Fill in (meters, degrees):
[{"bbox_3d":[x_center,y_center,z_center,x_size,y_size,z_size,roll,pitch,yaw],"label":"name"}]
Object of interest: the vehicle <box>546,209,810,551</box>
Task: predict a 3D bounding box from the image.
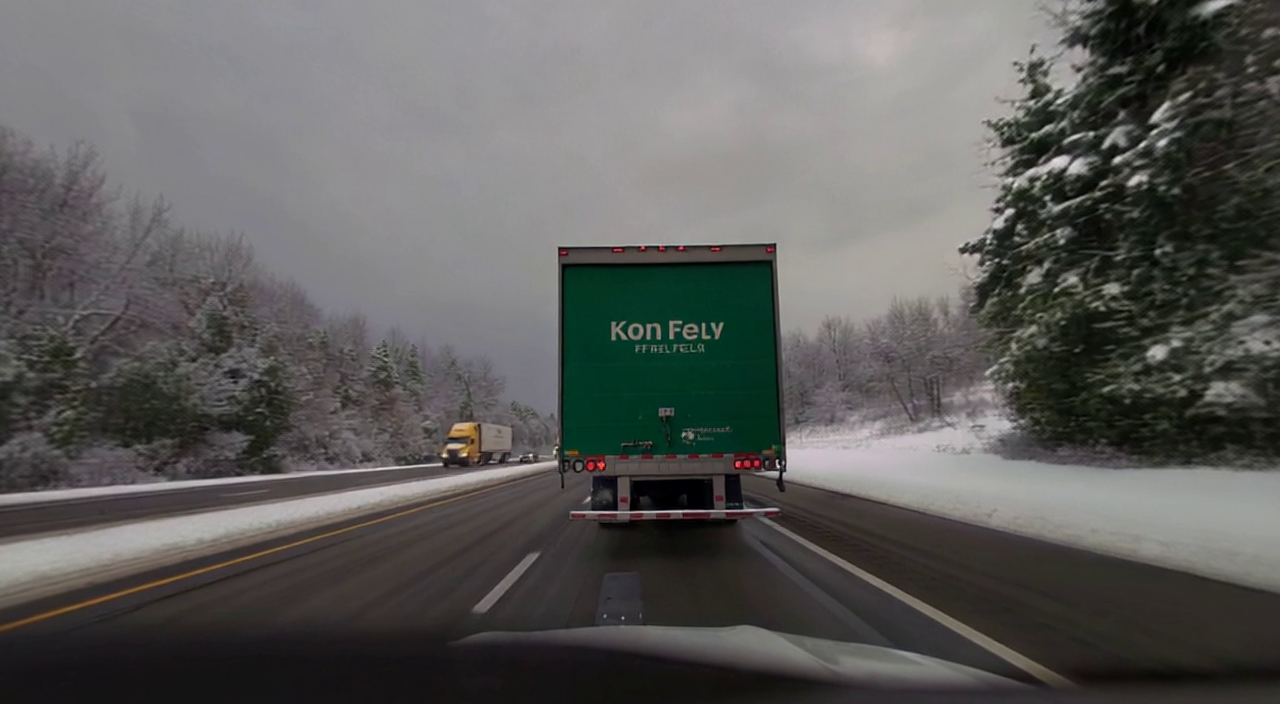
[{"bbox_3d":[0.472,1.386,15.149,3.230,4.377,14.405,0,-9,0],"label":"vehicle"}]
